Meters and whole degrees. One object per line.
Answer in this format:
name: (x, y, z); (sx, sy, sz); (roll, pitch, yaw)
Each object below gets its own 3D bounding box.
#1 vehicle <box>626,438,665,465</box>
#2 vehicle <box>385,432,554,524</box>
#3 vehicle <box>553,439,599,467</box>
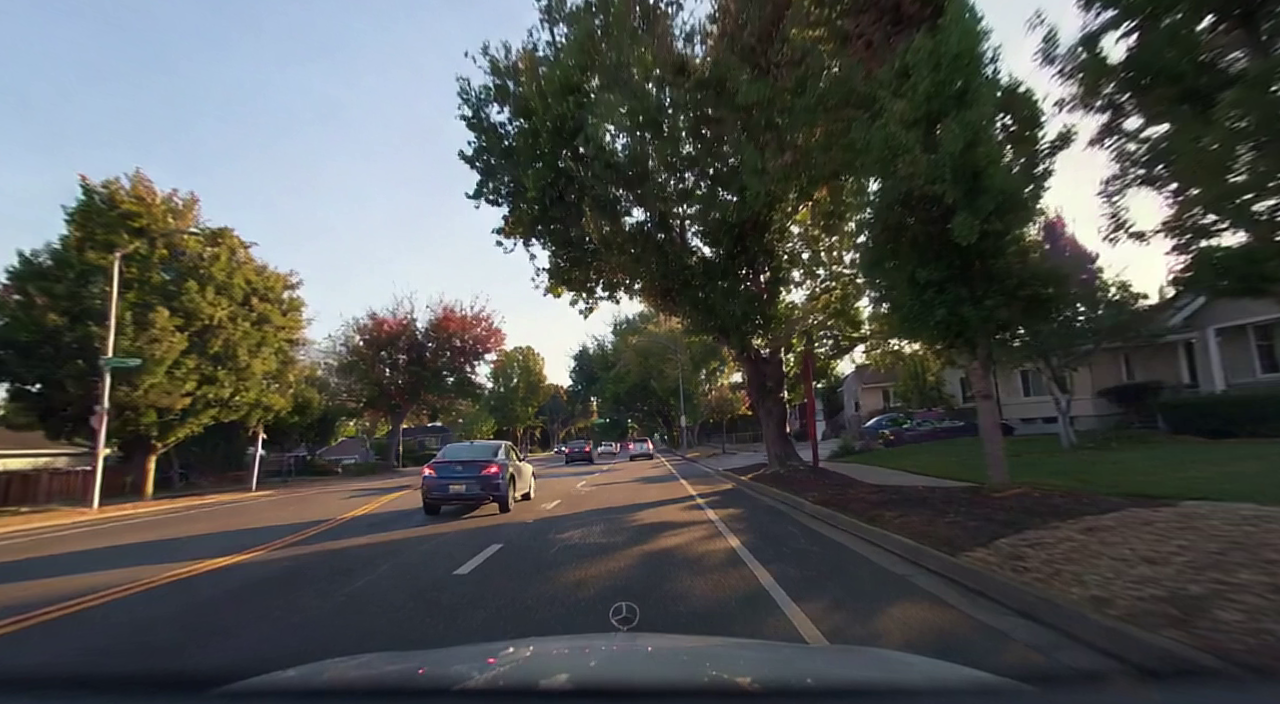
vehicle: (0.277, 5.639, 35.822); (2.065, 1.456, 4.099); (0, -8, 0)
vehicle: (-3.082, 2.373, 12.484); (2.030, 1.467, 4.403); (0, -8, 1)
vehicle: (-3.545, 5.678, 35.624); (2.114, 1.500, 3.912); (0, -8, 1)
